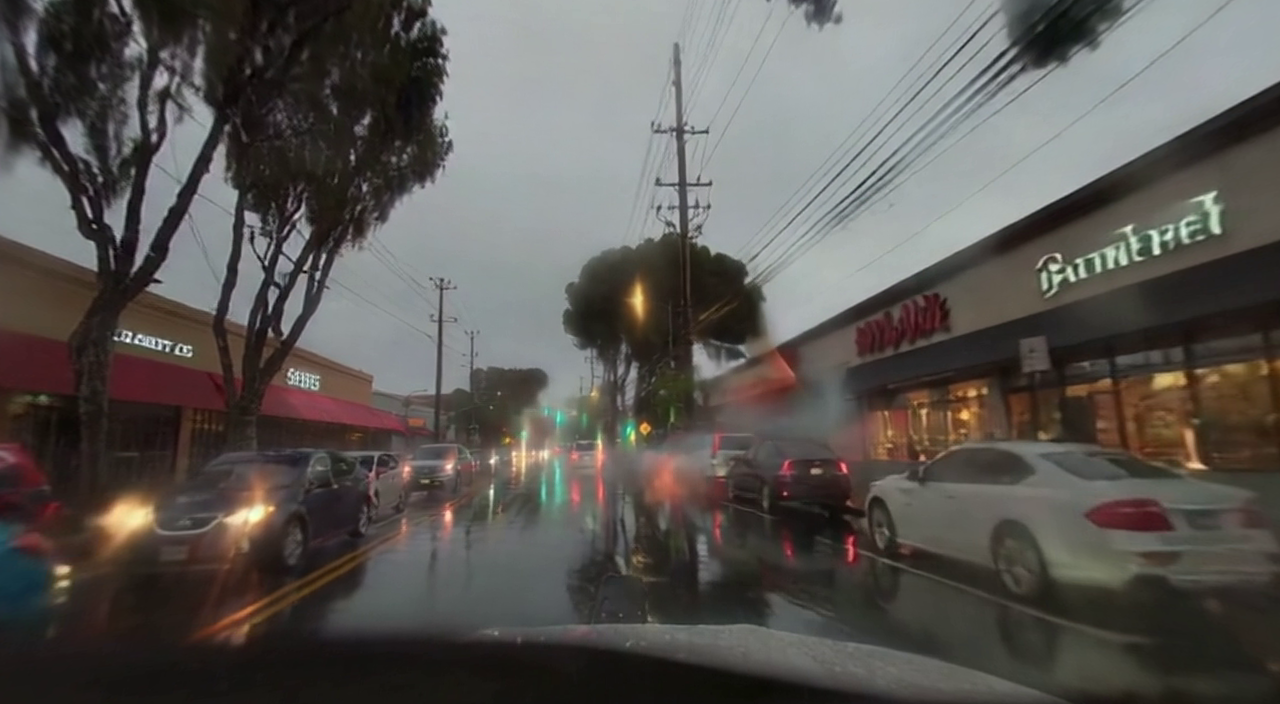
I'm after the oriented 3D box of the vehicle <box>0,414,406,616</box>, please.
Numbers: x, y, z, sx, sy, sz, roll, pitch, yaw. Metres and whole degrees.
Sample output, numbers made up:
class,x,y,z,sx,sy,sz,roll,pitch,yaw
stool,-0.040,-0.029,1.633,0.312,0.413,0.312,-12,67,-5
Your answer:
class,x,y,z,sx,sy,sz,roll,pitch,yaw
vehicle,-4.925,1.852,8.391,2.343,1.788,5.038,1,-9,-8

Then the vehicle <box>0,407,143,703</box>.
class,x,y,z,sx,sy,sz,roll,pitch,yaw
vehicle,-4.125,0.906,1.796,2.087,1.646,4.563,1,-8,-7

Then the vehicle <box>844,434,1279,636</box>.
class,x,y,z,sx,sy,sz,roll,pitch,yaw
vehicle,4.428,1.794,7.434,2.059,1.550,4.703,1,-8,-6

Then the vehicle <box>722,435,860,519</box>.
class,x,y,z,sx,sy,sz,roll,pitch,yaw
vehicle,3.428,2.898,15.231,1.882,1.704,4.055,1,-9,-7

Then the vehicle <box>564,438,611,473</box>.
class,x,y,z,sx,sy,sz,roll,pitch,yaw
vehicle,-3.155,6.050,37.246,2.440,1.882,4.611,1,-9,-8

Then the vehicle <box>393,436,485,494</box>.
class,x,y,z,sx,sy,sz,roll,pitch,yaw
vehicle,-7.119,4.027,22.971,2.341,1.825,4.924,1,-8,-8
